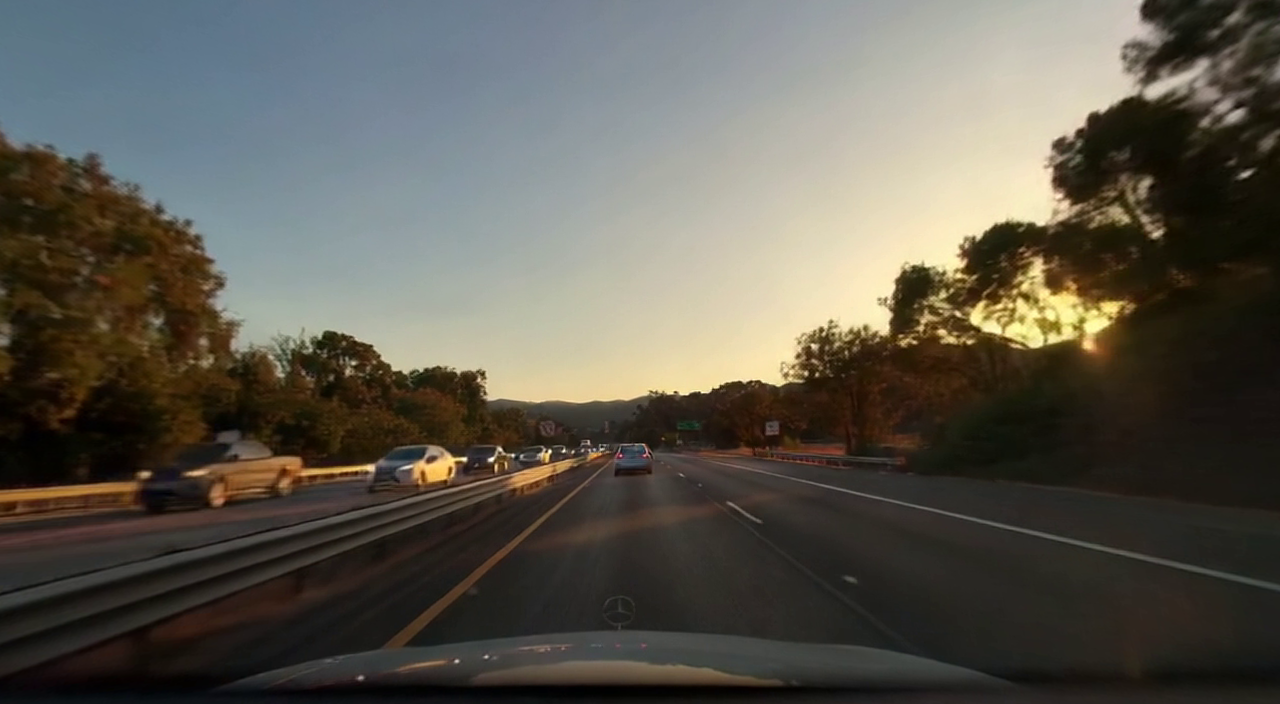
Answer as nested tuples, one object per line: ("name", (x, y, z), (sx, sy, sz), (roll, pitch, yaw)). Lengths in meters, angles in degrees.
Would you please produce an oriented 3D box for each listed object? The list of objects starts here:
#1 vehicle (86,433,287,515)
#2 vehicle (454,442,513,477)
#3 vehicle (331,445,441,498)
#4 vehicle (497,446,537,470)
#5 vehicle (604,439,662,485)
("vehicle", (-12.524, 3.384, 17.871), (2.119, 1.974, 4.823), (0, -9, -1))
("vehicle", (-8.188, 5.667, 33.170), (1.981, 1.681, 4.398), (0, -9, 0))
("vehicle", (-8.318, 3.930, 21.010), (1.911, 1.535, 4.238), (0, -9, 0))
("vehicle", (-8.786, 7.598, 45.090), (1.977, 1.549, 4.521), (0, -9, -1))
("vehicle", (-0.263, 4.074, 23.467), (1.971, 1.518, 4.108), (0, -9, -1))
